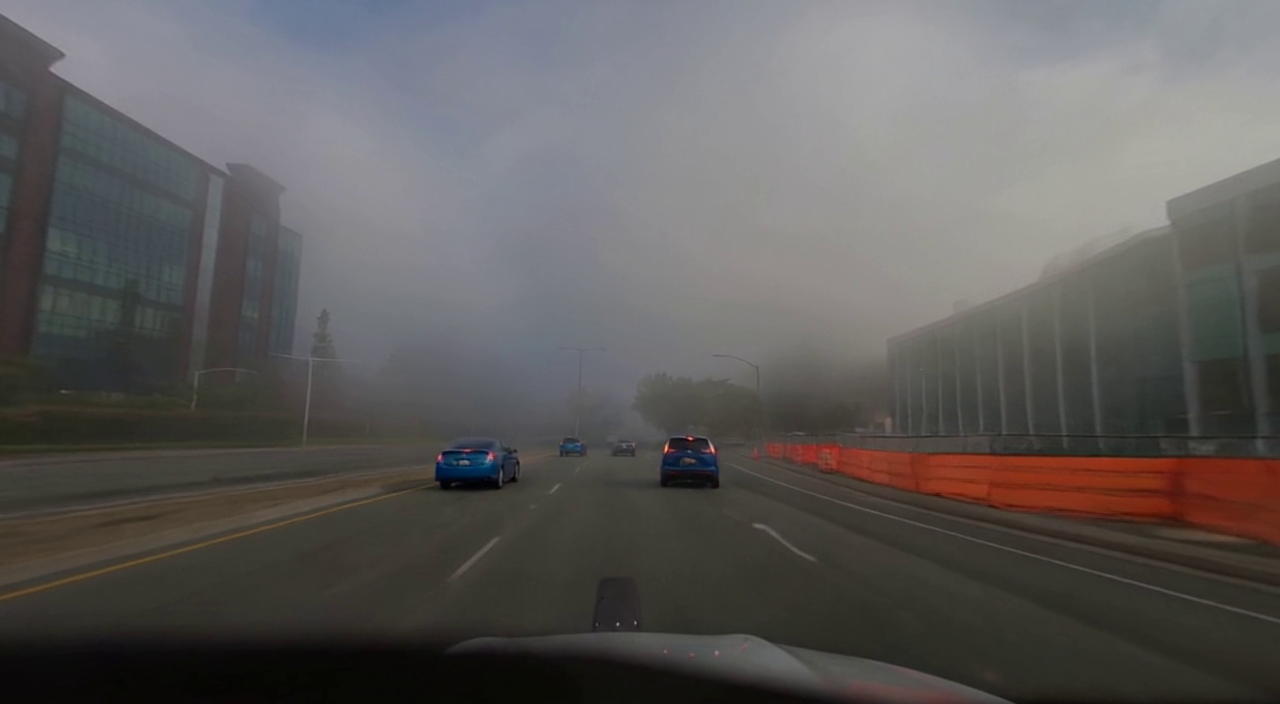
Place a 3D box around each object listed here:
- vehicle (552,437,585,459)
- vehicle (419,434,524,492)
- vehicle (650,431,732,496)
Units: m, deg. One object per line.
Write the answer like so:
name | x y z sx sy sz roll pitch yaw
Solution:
vehicle | -5.092 6.872 45.196 1.888 1.486 4.310 0 -8 0
vehicle | -4.537 3.018 17.594 1.848 1.406 4.013 0 -8 0
vehicle | 1.344 2.860 16.631 1.913 1.499 3.581 -1 -8 5
